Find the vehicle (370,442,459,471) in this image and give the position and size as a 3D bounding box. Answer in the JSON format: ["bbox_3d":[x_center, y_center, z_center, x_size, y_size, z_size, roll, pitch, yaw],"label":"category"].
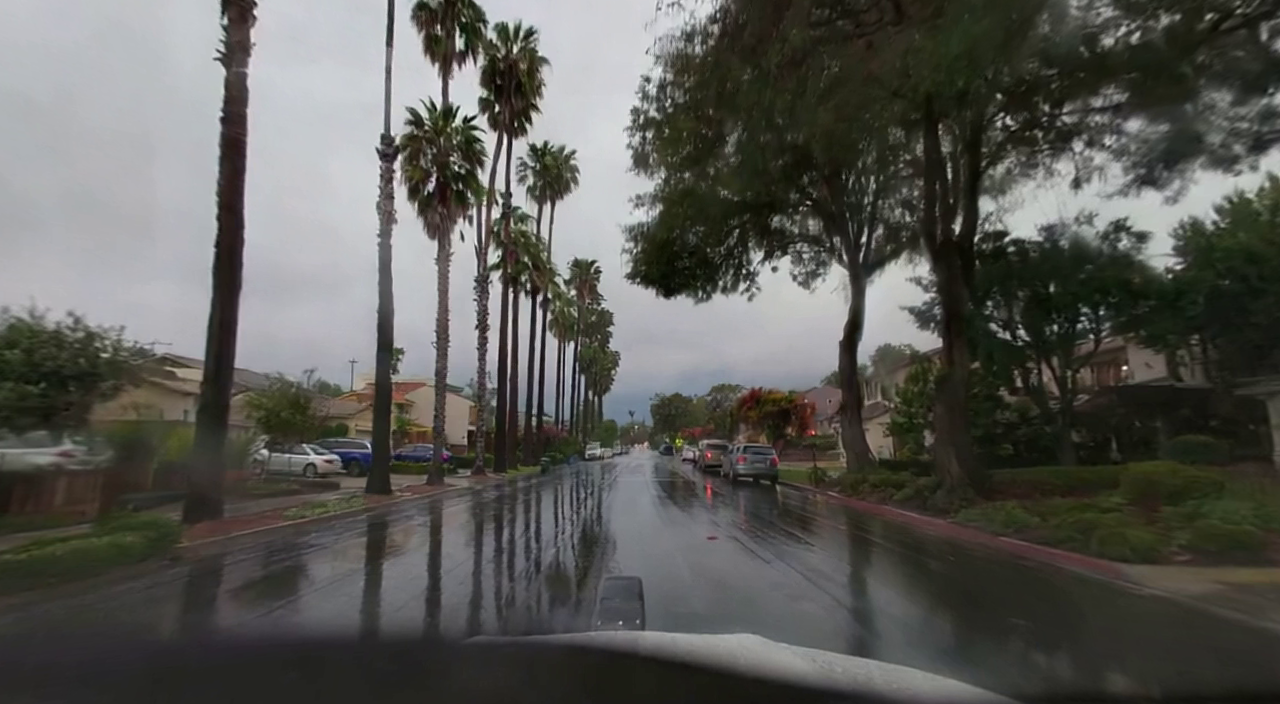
[{"bbox_3d":[-13.234,6.155,37.317,4.448,1.679,1.972,0,-9,2],"label":"vehicle"}]

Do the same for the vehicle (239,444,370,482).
[{"bbox_3d":[-13.529,4.476,25.647,4.250,1.469,1.817,0,-9,3],"label":"vehicle"}]

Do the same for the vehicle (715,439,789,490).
[{"bbox_3d":[4.217,4.306,24.613,1.971,1.663,5.076,2,-9,1],"label":"vehicle"}]
